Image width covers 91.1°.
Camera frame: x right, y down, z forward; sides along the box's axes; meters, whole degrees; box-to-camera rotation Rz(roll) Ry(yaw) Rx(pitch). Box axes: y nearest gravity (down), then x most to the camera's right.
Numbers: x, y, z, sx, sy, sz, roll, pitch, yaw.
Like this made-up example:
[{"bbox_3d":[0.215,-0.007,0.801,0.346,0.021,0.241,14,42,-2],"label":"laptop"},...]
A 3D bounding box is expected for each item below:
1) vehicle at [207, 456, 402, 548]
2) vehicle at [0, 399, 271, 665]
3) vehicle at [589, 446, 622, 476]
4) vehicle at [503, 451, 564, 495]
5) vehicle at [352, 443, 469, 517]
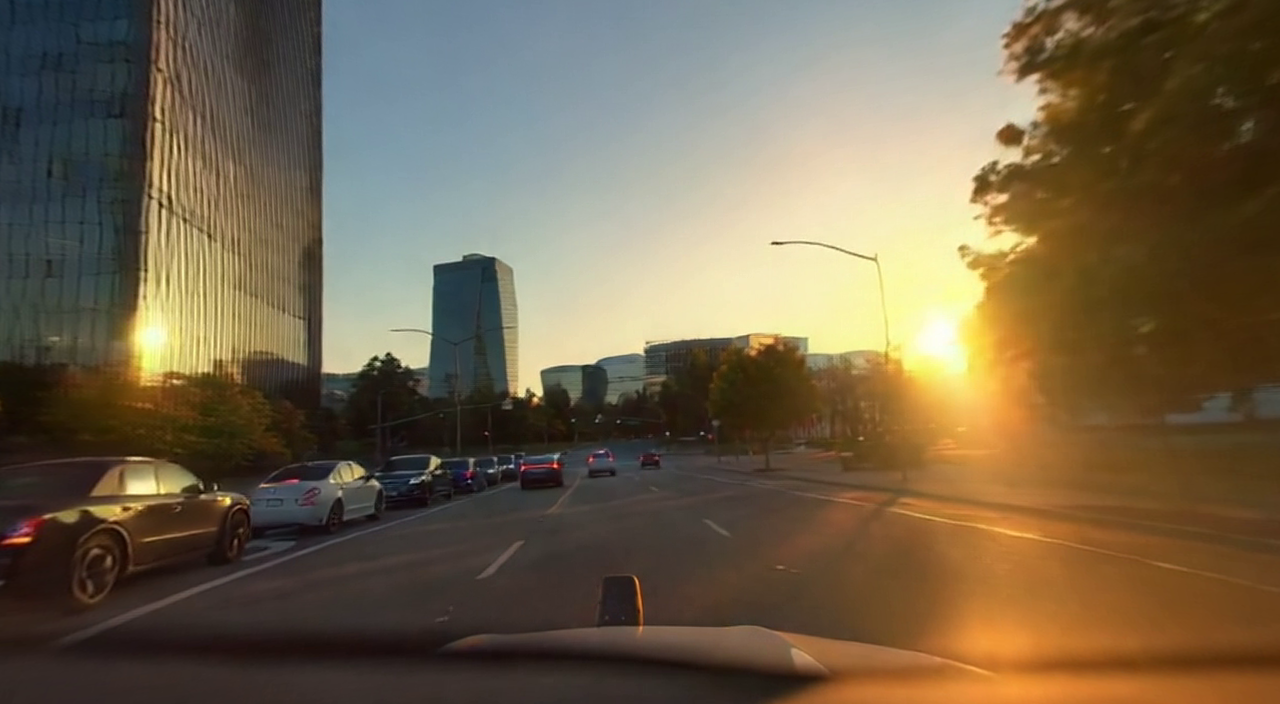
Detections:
[{"bbox_3d":[-6.960,3.105,13.777,1.868,1.514,4.870,0,-8,-4],"label":"vehicle"},{"bbox_3d":[-6.383,1.739,7.031,2.142,2.061,4.750,0,-9,-8],"label":"vehicle"},{"bbox_3d":[-2.341,7.350,42.677,2.102,1.815,4.716,0,-8,-3],"label":"vehicle"},{"bbox_3d":[-4.267,4.849,25.622,2.205,1.537,4.895,0,-8,-8],"label":"vehicle"},{"bbox_3d":[-7.132,3.957,20.077,2.142,1.834,4.588,-5,-8,-3],"label":"vehicle"}]
